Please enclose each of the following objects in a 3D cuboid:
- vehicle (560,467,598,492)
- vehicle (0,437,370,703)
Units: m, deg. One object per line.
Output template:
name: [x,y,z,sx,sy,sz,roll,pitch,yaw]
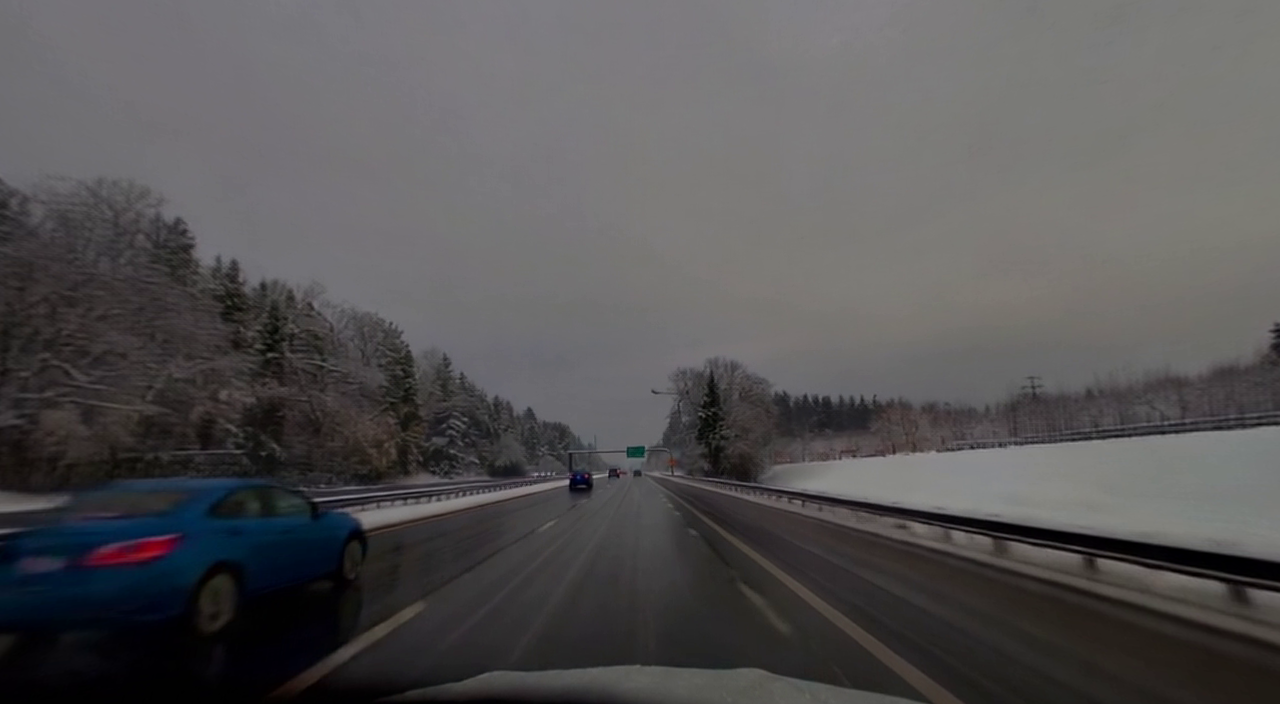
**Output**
vehicle: [-3.846,8.130,40.311,1.954,1.509,4.094,1,-11,0]
vehicle: [-4.042,1.459,4.703,1.995,1.467,4.467,1,-11,1]
